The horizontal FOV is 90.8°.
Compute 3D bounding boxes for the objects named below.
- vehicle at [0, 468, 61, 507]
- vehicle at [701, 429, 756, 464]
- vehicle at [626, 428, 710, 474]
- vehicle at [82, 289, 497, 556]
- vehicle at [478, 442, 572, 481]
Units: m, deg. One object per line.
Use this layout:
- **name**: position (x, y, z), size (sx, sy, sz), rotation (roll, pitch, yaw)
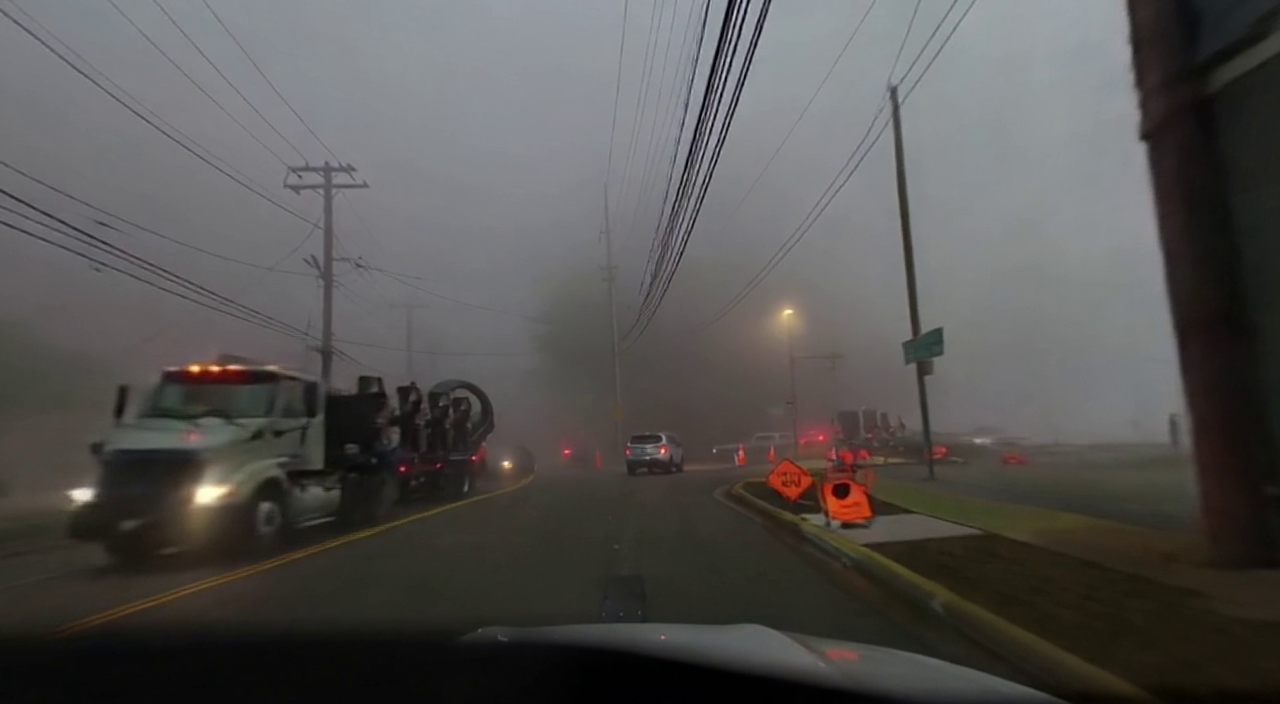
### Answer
- **vehicle**: position (-32.900, 7.028, 32.801), size (4.608, 1.763, 2.016), rotation (-4, -8, 17)
- **vehicle**: position (5.412, 5.665, 38.042), size (2.206, 1.911, 5.548), rotation (-3, -8, 19)
- **vehicle**: position (1.388, 4.420, 28.576), size (2.256, 1.859, 5.118), rotation (-3, -8, 21)
- **vehicle**: position (-6.187, 1.712, 14.507), size (3.007, 3.800, 11.011), rotation (0, -8, 1)
- **vehicle**: position (-4.931, 4.739, 27.888), size (2.103, 1.526, 4.743), rotation (-2, -8, 17)
